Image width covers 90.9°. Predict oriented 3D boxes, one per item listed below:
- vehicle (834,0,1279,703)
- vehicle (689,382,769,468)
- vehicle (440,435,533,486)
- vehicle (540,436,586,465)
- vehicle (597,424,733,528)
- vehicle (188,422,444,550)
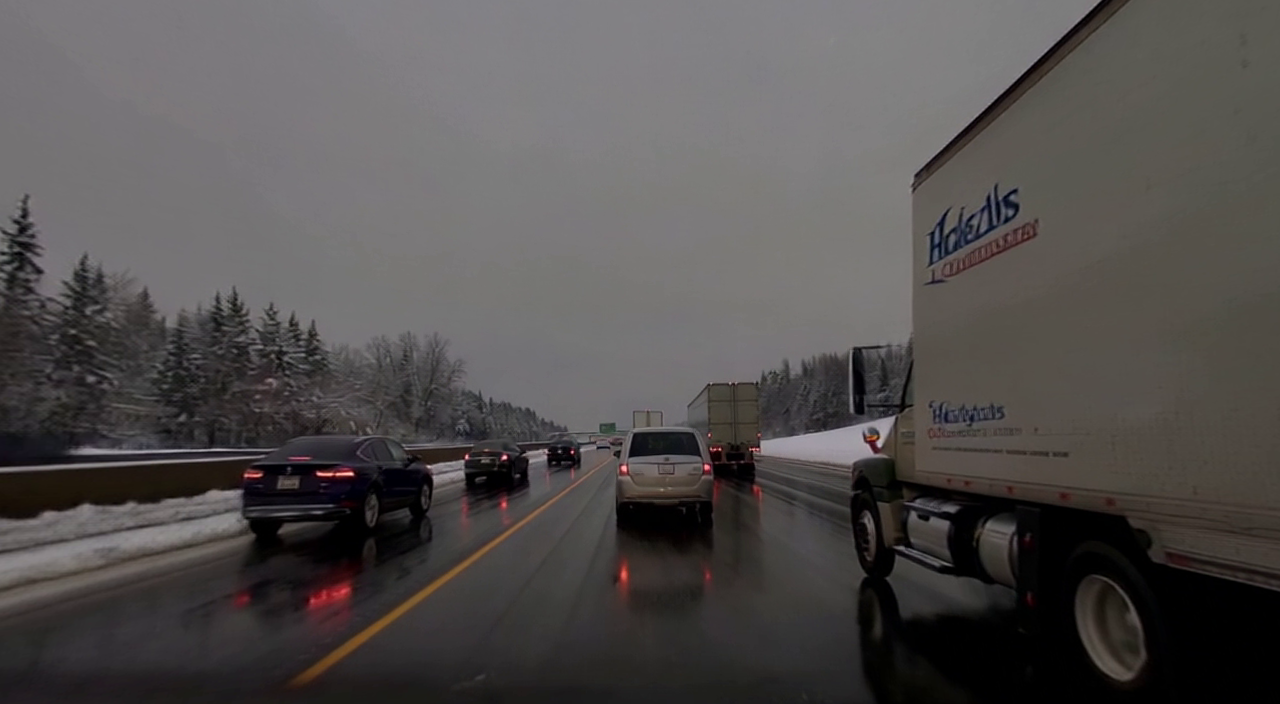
[{"bbox_3d":[4.039,0.063,5.031,2.982,3.860,6.011,0,-8,0],"label":"vehicle"},{"bbox_3d":[4.801,4.424,37.269,2.892,4.101,14.252,0,-8,1],"label":"vehicle"},{"bbox_3d":[-4.780,3.402,20.221,1.880,1.458,3.978,0,-8,1],"label":"vehicle"},{"bbox_3d":[-4.226,5.447,35.234,1.887,1.493,4.411,0,-8,1],"label":"vehicle"},{"bbox_3d":[0.369,2.066,11.064,1.973,1.505,3.568,0,-8,0],"label":"vehicle"},{"bbox_3d":[-4.458,1.850,9.426,1.821,1.514,3.677,0,-8,1],"label":"vehicle"}]
